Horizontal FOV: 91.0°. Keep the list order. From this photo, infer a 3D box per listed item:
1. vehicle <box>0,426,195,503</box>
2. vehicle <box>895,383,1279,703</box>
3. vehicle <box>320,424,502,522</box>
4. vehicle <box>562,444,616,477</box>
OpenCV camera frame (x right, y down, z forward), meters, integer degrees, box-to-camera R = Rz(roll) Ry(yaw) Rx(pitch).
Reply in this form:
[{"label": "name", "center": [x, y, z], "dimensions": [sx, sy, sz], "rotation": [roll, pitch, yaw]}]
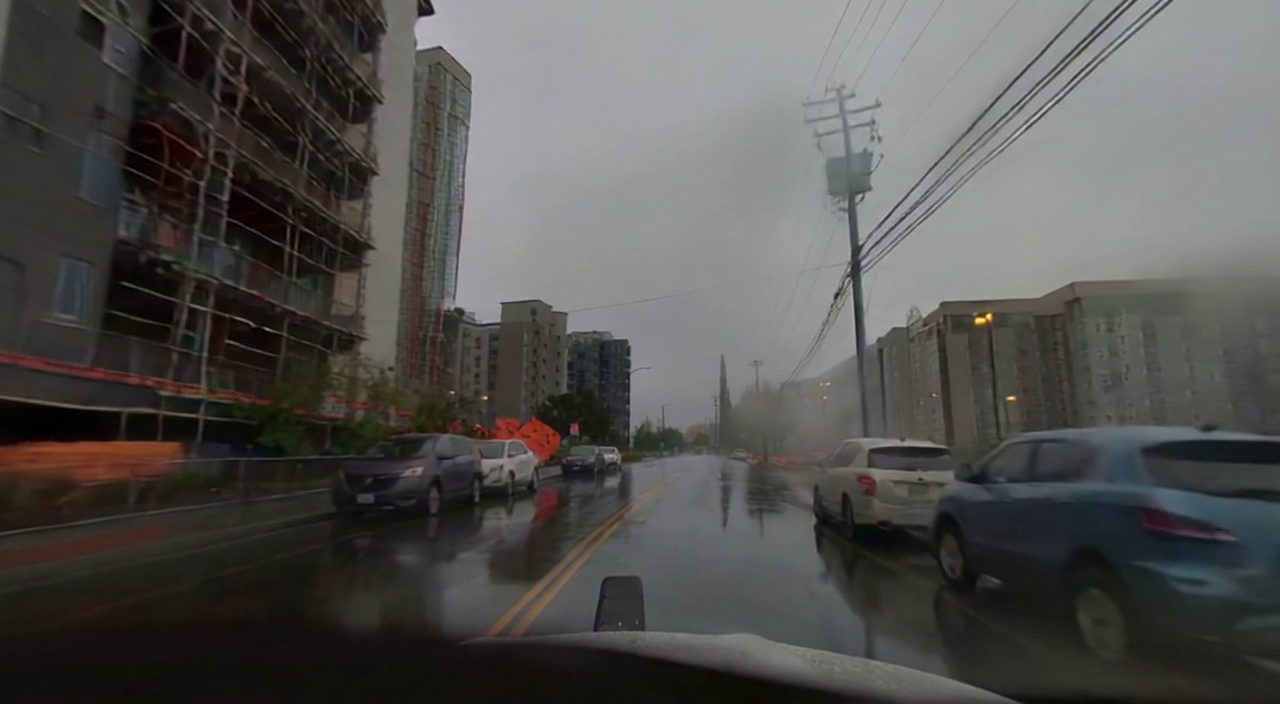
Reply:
[{"label": "vehicle", "center": [-14.003, 2.785, 15.927], "dimensions": [1.948, 1.660, 4.316], "rotation": [-1, -9, 8]}, {"label": "vehicle", "center": [4.164, 1.461, 5.878], "dimensions": [1.918, 1.848, 4.946], "rotation": [-1, -9, 6]}, {"label": "vehicle", "center": [-4.997, 2.707, 14.660], "dimensions": [1.953, 1.871, 4.712], "rotation": [-1, -9, 8]}, {"label": "vehicle", "center": [-2.688, 5.910, 34.483], "dimensions": [1.998, 1.633, 4.673], "rotation": [-1, -9, 7]}]
